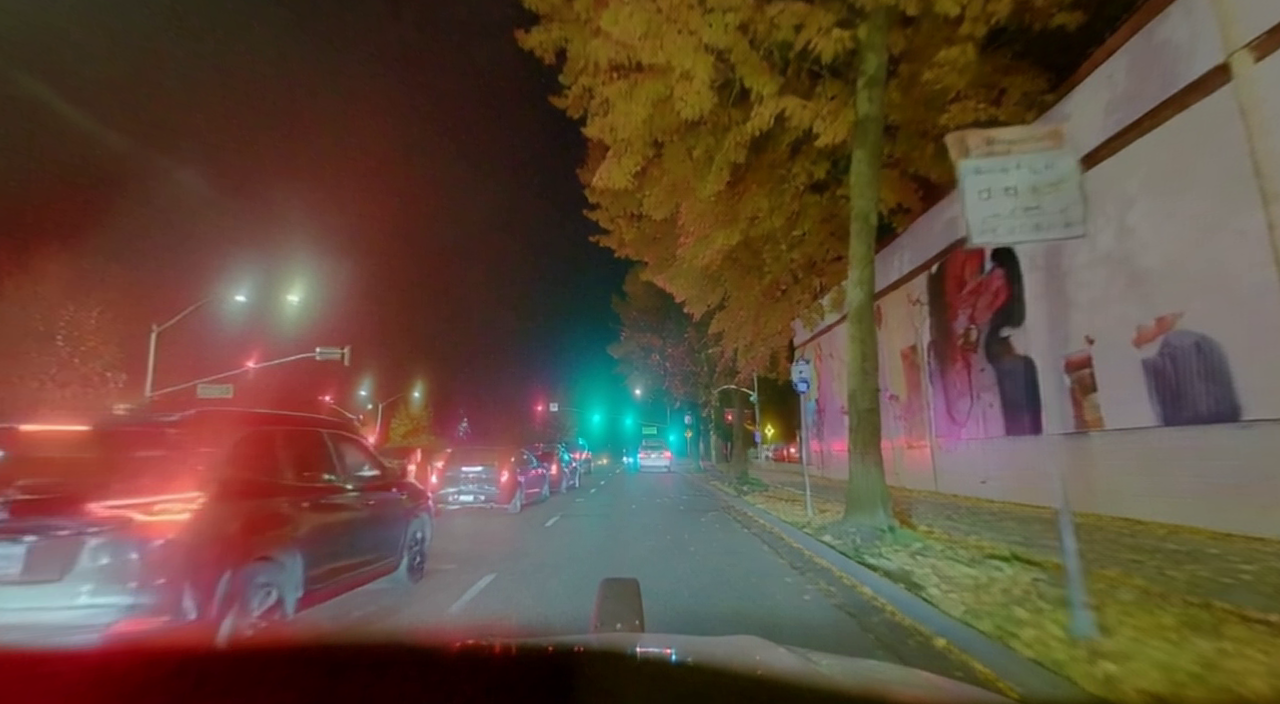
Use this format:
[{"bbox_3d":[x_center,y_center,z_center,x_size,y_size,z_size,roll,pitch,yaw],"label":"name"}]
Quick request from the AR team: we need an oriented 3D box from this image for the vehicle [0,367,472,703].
[{"bbox_3d":[-3.108,1.233,5.073,2.165,1.663,4.513,0,-9,1],"label":"vehicle"}]

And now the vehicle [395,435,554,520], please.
[{"bbox_3d":[-3.366,2.667,13.989,2.090,1.506,4.823,0,-9,1],"label":"vehicle"}]

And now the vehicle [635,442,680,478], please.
[{"bbox_3d":[0.824,5.455,32.047,2.144,1.704,4.028,0,-9,0],"label":"vehicle"}]
